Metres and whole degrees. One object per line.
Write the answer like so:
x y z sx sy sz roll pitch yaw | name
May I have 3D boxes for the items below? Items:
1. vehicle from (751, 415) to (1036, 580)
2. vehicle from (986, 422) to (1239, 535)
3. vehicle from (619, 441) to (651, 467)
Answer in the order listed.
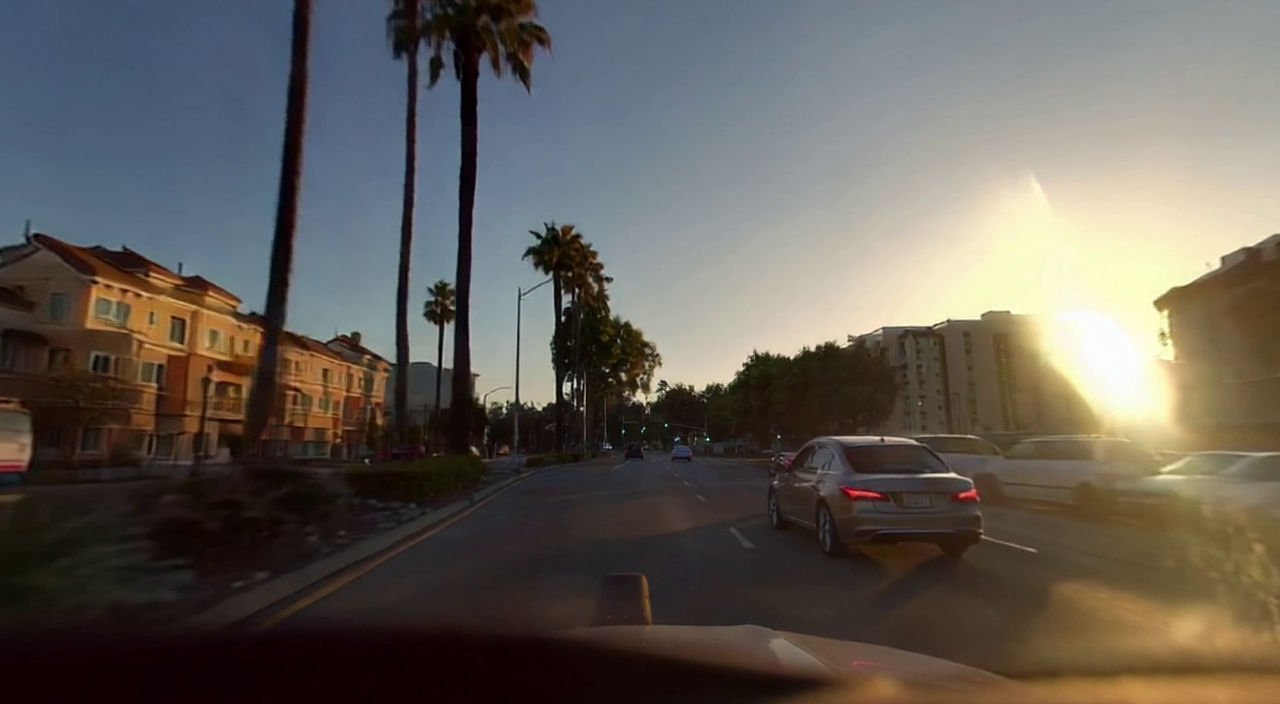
2.922 1.784 8.518 2.009 1.639 4.267 0 -9 -1 | vehicle
9.966 2.671 13.949 2.060 1.908 4.679 4 -9 1 | vehicle
-0.318 6.937 42.996 2.087 1.709 4.076 0 -9 1 | vehicle
